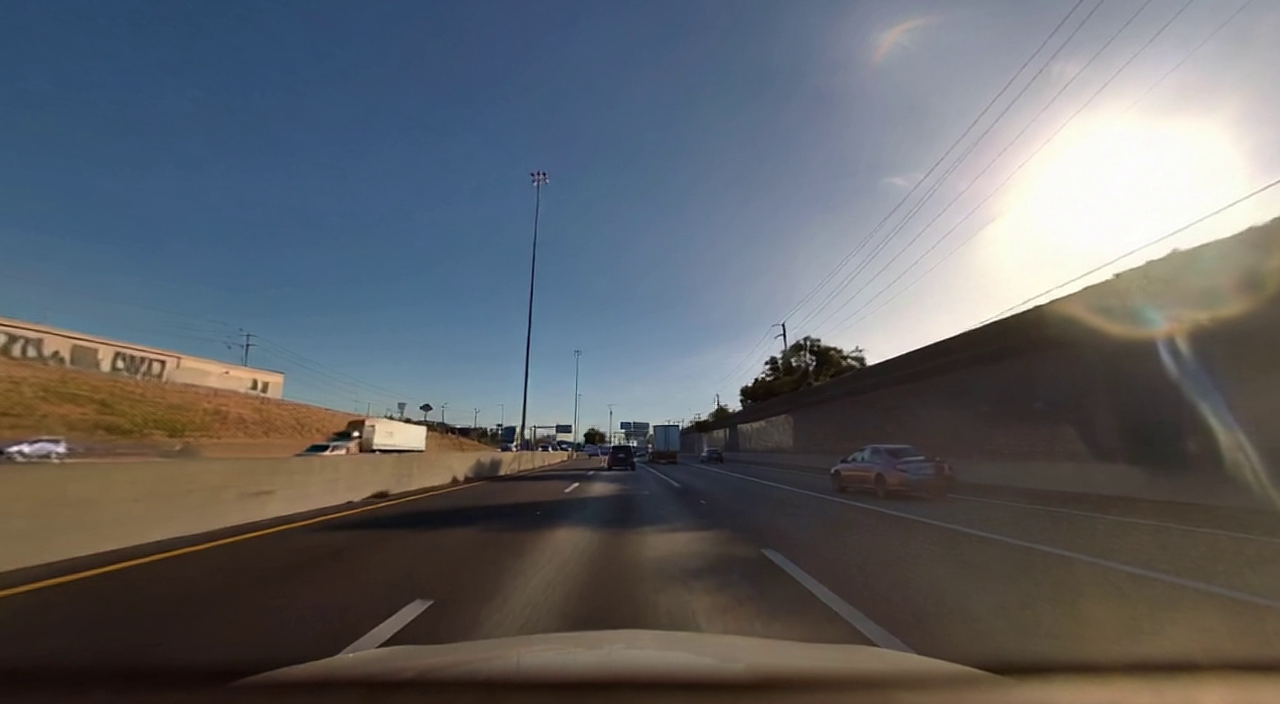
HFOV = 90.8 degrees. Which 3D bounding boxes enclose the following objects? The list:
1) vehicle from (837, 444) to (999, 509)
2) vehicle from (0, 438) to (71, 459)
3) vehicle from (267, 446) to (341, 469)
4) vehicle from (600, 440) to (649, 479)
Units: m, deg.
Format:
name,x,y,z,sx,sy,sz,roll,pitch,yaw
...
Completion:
name,x,y,z,sx,sy,sz,roll,pitch,yaw
vehicle,7.089,3.211,16.815,2.018,1.451,4.762,0,-9,-2
vehicle,-31.090,4.705,30.871,4.563,0.956,2.176,5,-9,-34
vehicle,-17.541,5.511,33.202,1.781,1.142,3.830,0,-9,0
vehicle,-0.679,5.054,29.883,2.191,1.685,3.353,0,-9,0
